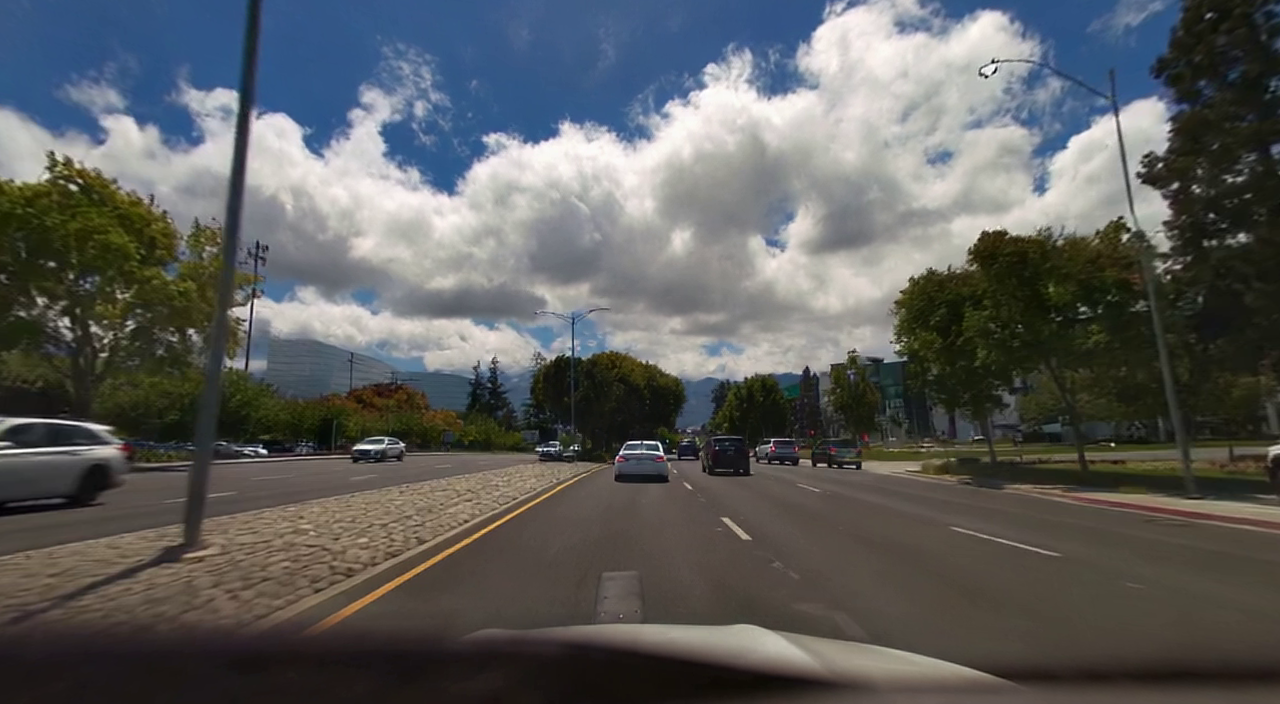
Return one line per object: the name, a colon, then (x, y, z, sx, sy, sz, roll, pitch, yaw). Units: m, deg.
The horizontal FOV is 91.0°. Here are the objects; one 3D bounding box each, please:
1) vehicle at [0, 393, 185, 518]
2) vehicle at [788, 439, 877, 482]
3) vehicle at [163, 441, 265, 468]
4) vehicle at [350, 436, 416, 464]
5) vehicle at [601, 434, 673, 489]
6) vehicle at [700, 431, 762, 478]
vehicle: (-8.987, 1.443, 8.871, 1.951, 1.539, 4.244, 0, -9, 0)
vehicle: (7.247, 4.115, 24.172, 1.928, 1.488, 4.361, 0, -9, -1)
vehicle: (-24.561, 5.930, 36.426, 4.381, 1.490, 1.941, 2, -9, -11)
vehicle: (-15.607, 5.993, 38.541, 1.885, 1.553, 4.828, -1, -8, 1)
vehicle: (-0.102, 3.581, 20.953, 2.145, 1.603, 4.369, 0, -8, 0)
vehicle: (3.709, 4.283, 26.513, 1.976, 1.796, 4.159, 0, -9, 0)
